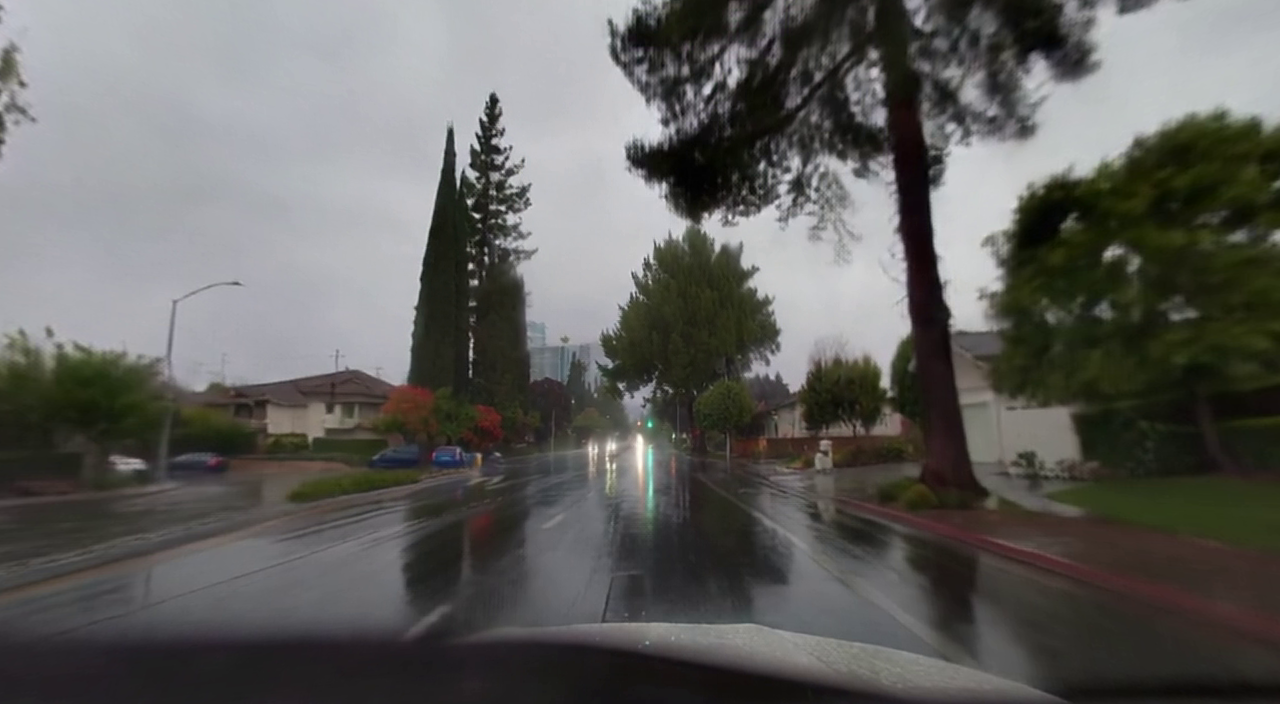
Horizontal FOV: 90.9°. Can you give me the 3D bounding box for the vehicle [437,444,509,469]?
[{"bbox_3d":[-11.916,7.436,44.963,4.788,1.666,2.170,3,-9,-17],"label":"vehicle"}]
